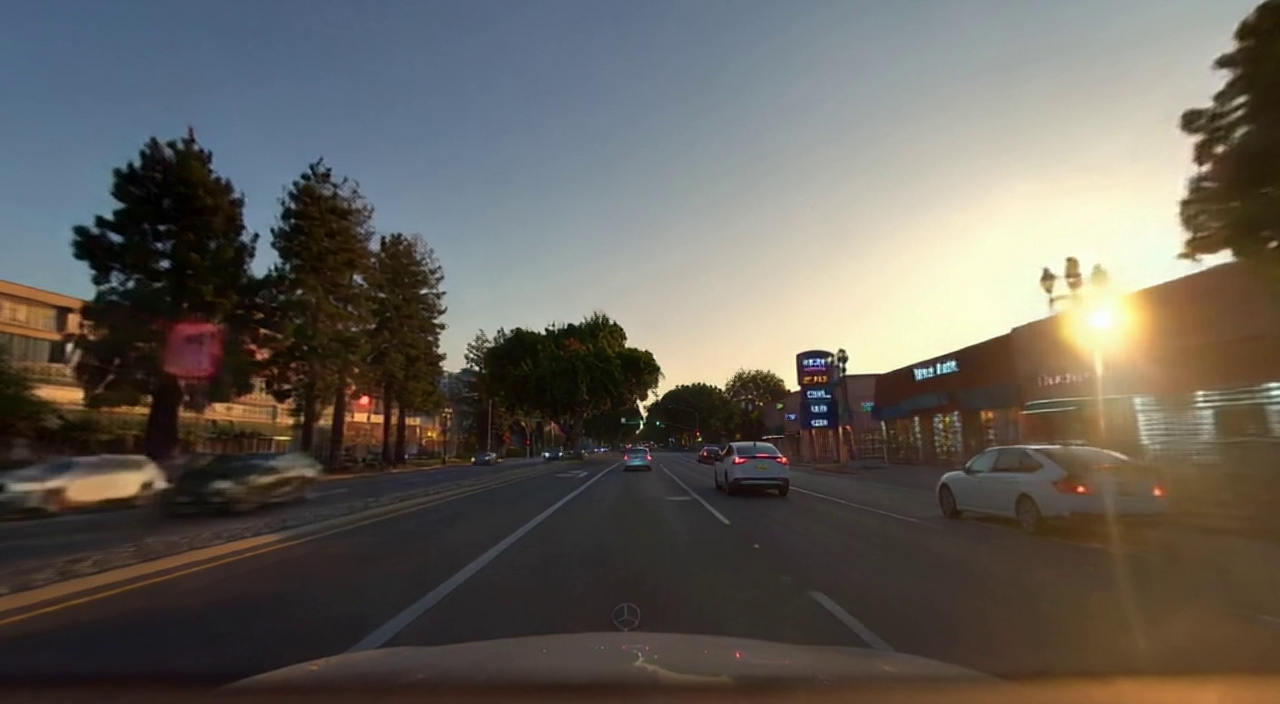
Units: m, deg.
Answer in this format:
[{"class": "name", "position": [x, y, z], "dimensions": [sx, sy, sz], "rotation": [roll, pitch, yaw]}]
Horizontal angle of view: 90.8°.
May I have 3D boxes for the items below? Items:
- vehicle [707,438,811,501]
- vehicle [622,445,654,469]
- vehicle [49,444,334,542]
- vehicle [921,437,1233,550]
[{"class": "vehicle", "position": [3.253, 3.309, 18.264], "dimensions": [2.072, 1.545, 4.578], "rotation": [0, -8, -1]}, {"class": "vehicle", "position": [-0.131, 6.961, 41.991], "dimensions": [2.052, 1.461, 4.324], "rotation": [0, -8, 0]}, {"class": "vehicle", "position": [-8.244, 2.578, 12.402], "dimensions": [2.050, 1.499, 4.816], "rotation": [0, -8, 0]}, {"class": "vehicle", "position": [6.782, 2.202, 10.633], "dimensions": [1.952, 1.449, 4.544], "rotation": [0, -8, 0]}]
